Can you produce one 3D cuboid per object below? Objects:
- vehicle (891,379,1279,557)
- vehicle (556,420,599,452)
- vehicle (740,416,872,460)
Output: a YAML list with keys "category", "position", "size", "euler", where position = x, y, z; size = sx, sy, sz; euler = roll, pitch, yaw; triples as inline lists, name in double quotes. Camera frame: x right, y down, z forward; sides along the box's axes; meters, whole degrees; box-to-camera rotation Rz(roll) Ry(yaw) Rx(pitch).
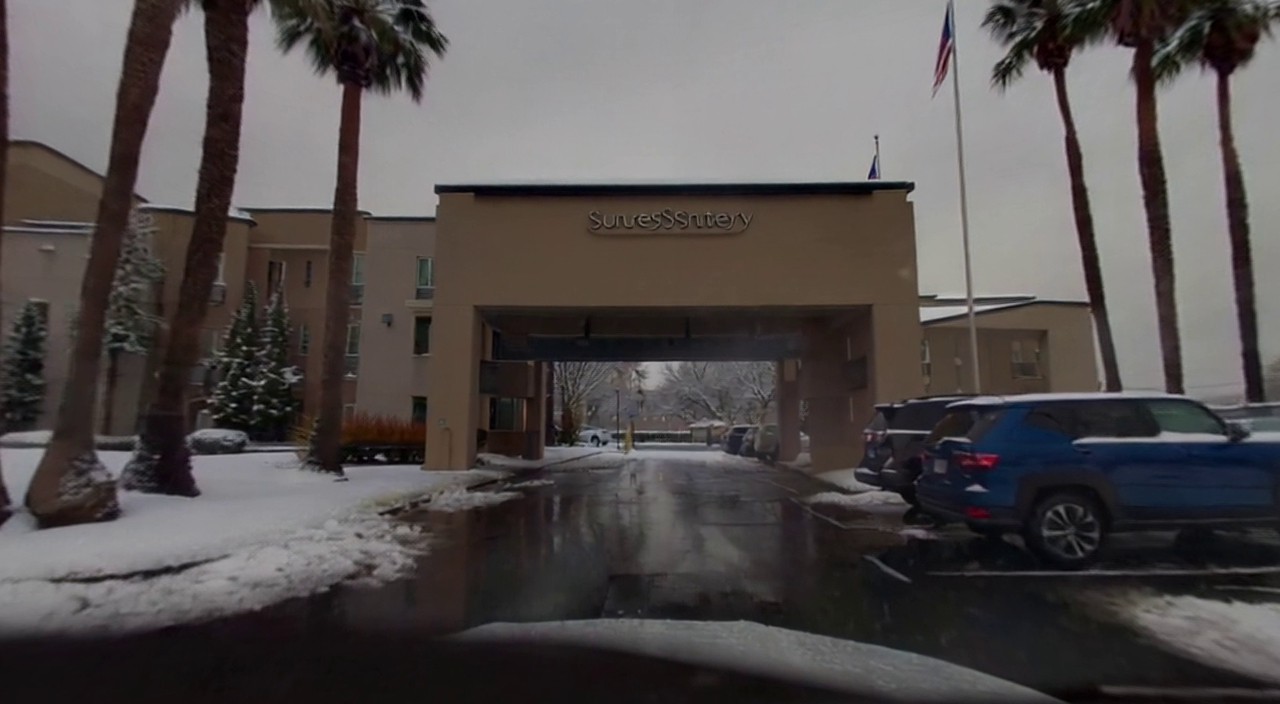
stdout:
- category: "vehicle"
  position: [5.571, 1.268, 7.181]
  size: [4.567, 1.723, 1.926]
  euler: [0, -8, 4]
- category: "vehicle"
  position: [-4.045, 5.519, 41.619]
  size: [1.943, 1.890, 4.472]
  euler: [2, -6, 6]
- category: "vehicle"
  position: [6.987, 3.701, 27.132]
  size: [5.254, 1.793, 1.998]
  euler: [-1, -8, 8]
